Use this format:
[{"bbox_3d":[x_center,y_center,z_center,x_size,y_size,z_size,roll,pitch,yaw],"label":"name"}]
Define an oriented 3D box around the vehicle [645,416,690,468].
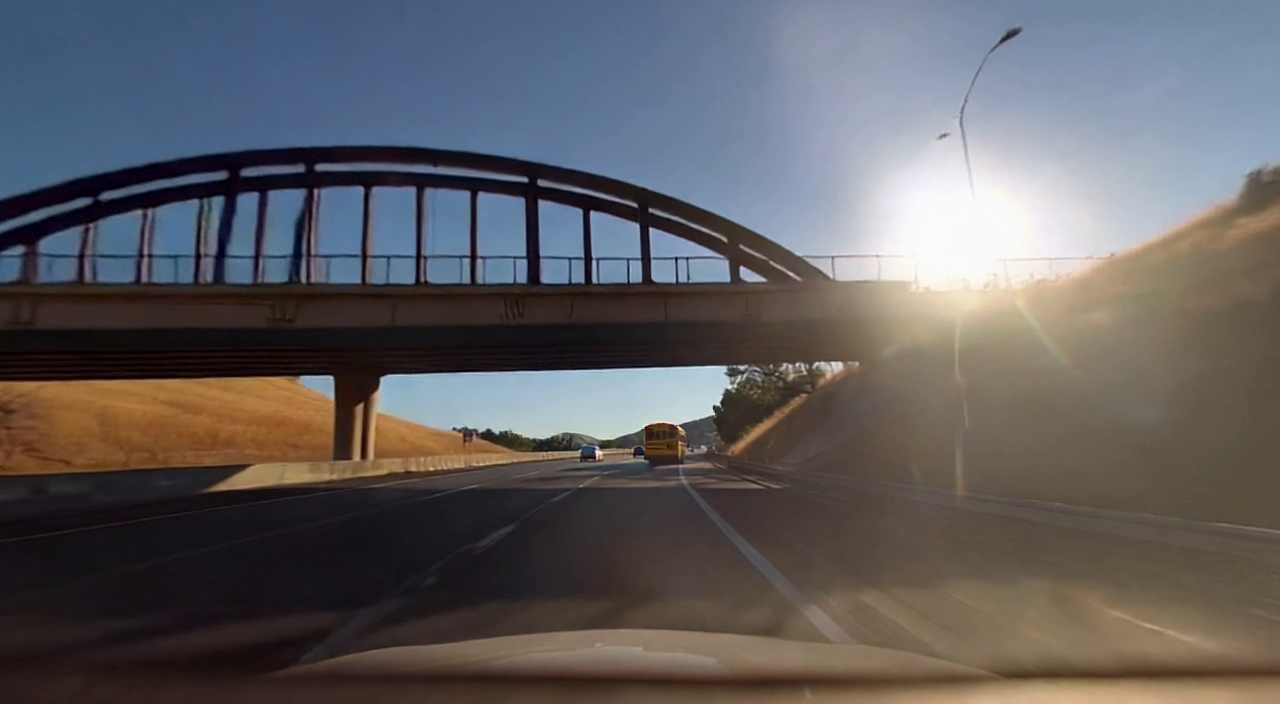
[{"bbox_3d":[2.090,6.634,46.305,2.945,3.295,10.406,-1,-8,3],"label":"vehicle"}]
